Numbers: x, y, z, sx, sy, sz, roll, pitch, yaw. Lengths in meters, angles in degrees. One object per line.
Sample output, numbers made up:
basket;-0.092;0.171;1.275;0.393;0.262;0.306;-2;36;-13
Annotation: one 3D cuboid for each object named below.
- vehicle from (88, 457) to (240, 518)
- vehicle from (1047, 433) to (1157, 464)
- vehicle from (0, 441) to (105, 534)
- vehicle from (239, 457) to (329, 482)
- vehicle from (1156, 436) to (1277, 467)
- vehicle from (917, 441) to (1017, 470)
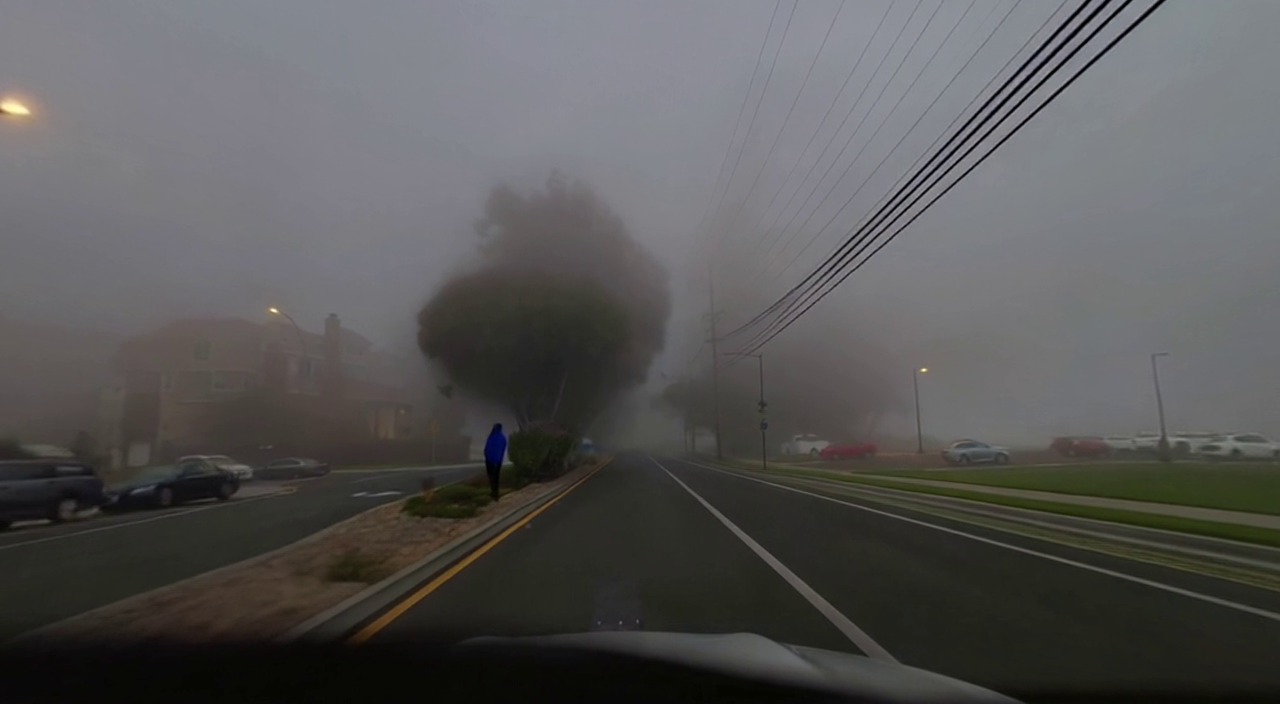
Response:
vehicle;-15.435;4.366;20.893;2.106;1.517;4.632;-3;-8;-10
vehicle;31.328;6.574;43.078;2.206;1.971;5.600;3;-9;-21
vehicle;-14.978;2.990;13.787;2.298;1.979;4.920;-2;-8;0
vehicle;-21.883;7.223;38.980;4.354;1.450;2.043;1;-9;-10
vehicle;33.134;5.717;36.516;1.974;1.647;4.721;2;-9;-15
vehicle;17.476;5.547;33.926;4.246;1.427;2.055;0;-9;0
